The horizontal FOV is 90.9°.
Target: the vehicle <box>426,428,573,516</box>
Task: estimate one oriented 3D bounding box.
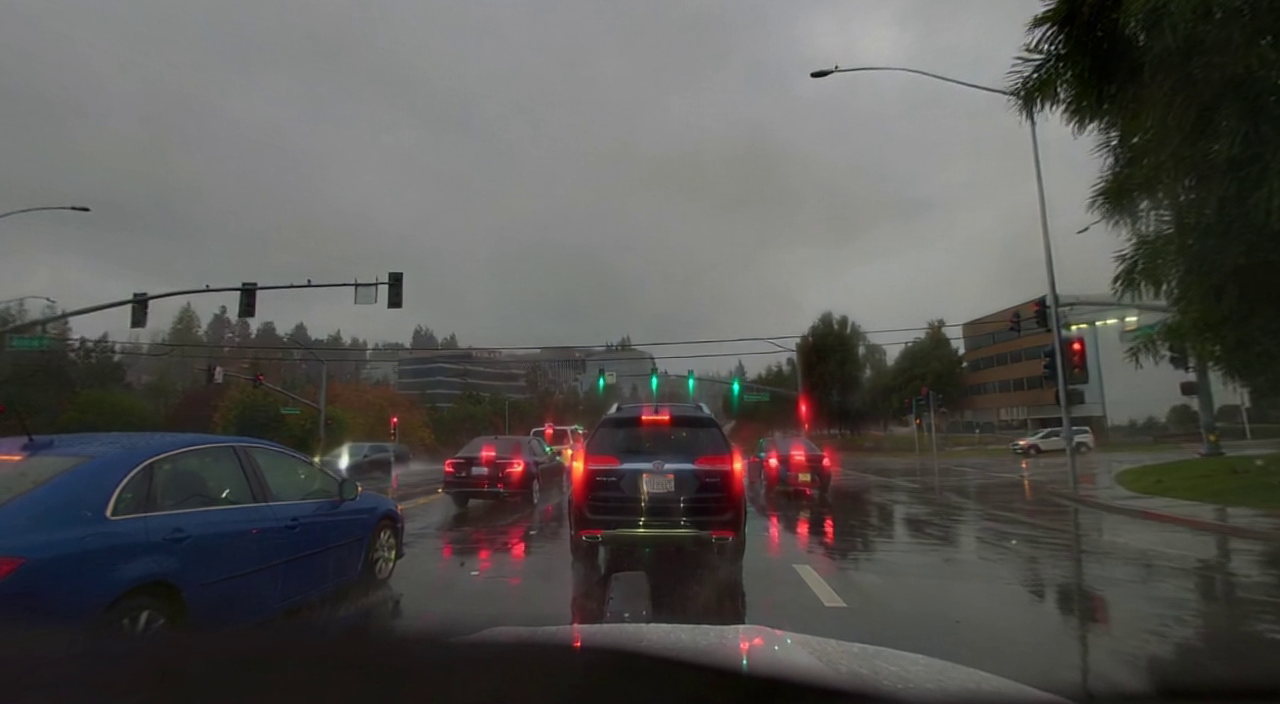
[{"bbox_3d":[-2.676,2.389,13.068,1.851,1.502,4.042,0,-8,4],"label":"vehicle"}]

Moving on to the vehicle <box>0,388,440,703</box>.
[{"bbox_3d":[-3.211,1.201,4.438,1.958,1.494,4.624,0,-8,2],"label":"vehicle"}]

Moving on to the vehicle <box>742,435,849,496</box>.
[{"bbox_3d":[4.120,3.068,17.408,1.979,1.453,4.011,0,-8,1],"label":"vehicle"}]

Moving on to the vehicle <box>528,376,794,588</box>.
[{"bbox_3d":[0.226,1.440,7.727,2.300,1.832,4.331,0,-8,1],"label":"vehicle"}]
